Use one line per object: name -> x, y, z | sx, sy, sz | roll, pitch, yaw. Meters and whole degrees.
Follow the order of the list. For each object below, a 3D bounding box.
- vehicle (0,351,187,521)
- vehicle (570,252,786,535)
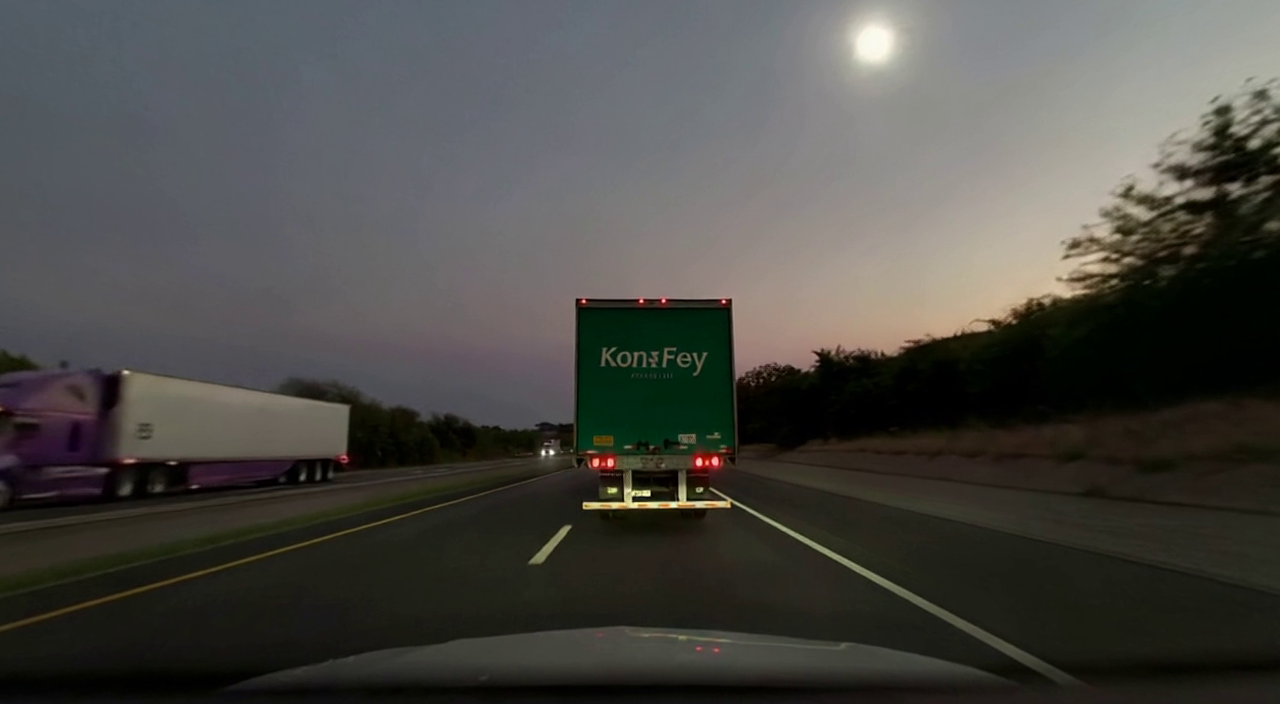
vehicle -> -16.526, 2.405, 17.680 | 2.997, 3.998, 5.894 | 0, -9, 0
vehicle -> 0.486, 1.693, 16.868 | 3.230, 4.377, 14.405 | 0, -9, -1
